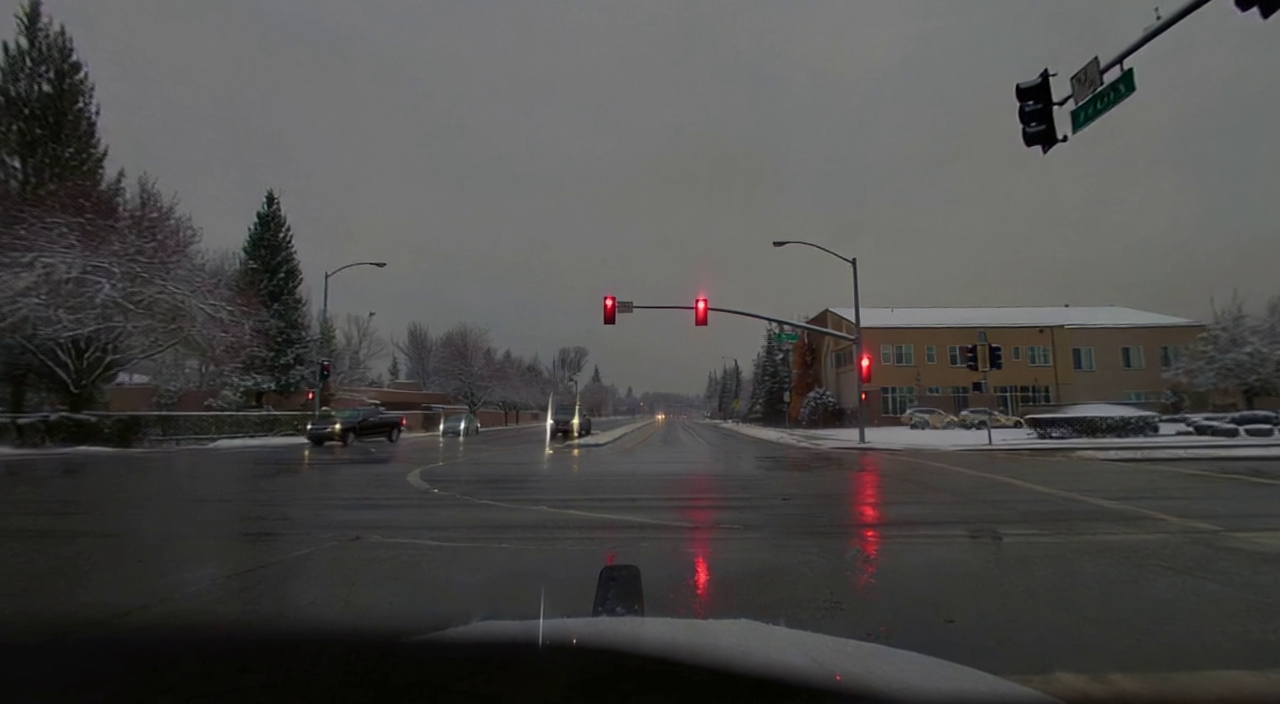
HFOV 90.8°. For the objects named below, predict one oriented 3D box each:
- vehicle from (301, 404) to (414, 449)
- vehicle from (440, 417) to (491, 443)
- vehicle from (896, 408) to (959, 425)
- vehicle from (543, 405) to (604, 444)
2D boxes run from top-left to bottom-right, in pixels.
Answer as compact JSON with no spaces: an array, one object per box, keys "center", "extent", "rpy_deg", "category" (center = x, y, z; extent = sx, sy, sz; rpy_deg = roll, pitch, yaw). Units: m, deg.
[{"center":[-13.041,3.579,29.632],"extent":[2.340,1.902,4.920],"rpy_deg":[-2,-9,11],"category":"vehicle"},{"center":[-11.239,5.119,41.085],"extent":[1.899,1.510,4.294],"rpy_deg":[-1,-8,3],"category":"vehicle"},{"center":[22.008,4.942,48.440],"extent":[3.933,1.219,1.700],"rpy_deg":[-1,-9,3],"category":"vehicle"},{"center":[-3.447,3.956,33.807],"extent":[2.306,1.907,5.382],"rpy_deg":[-1,-8,4],"category":"vehicle"}]
